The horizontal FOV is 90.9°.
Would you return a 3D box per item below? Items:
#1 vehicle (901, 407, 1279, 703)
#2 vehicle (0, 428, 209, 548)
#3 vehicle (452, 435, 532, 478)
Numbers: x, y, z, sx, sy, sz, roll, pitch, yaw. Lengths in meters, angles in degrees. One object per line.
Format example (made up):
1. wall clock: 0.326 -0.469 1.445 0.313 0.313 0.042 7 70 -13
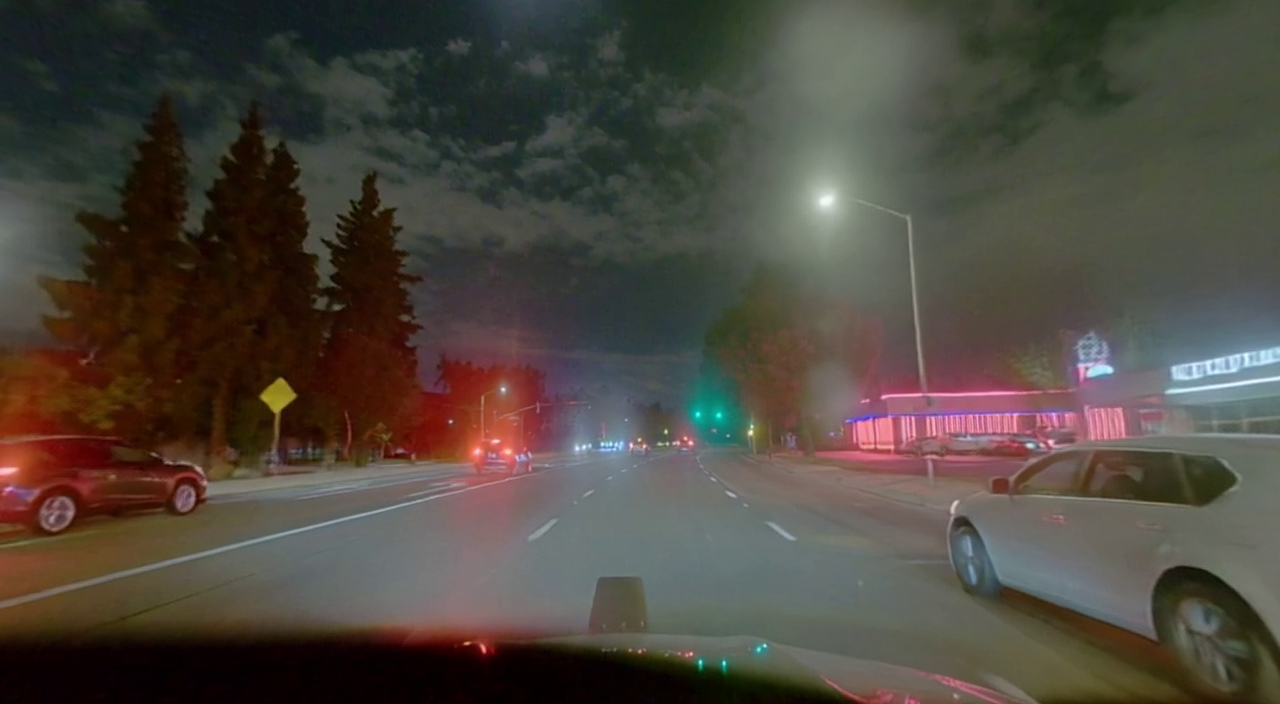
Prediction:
1. vehicle: 3.802 1.242 4.398 2.003 1.494 4.705 0 -8 1
2. vehicle: -9.415 2.053 10.110 1.951 1.554 4.444 0 -8 -2
3. vehicle: -5.999 4.308 26.169 1.988 1.597 4.404 0 -8 4
